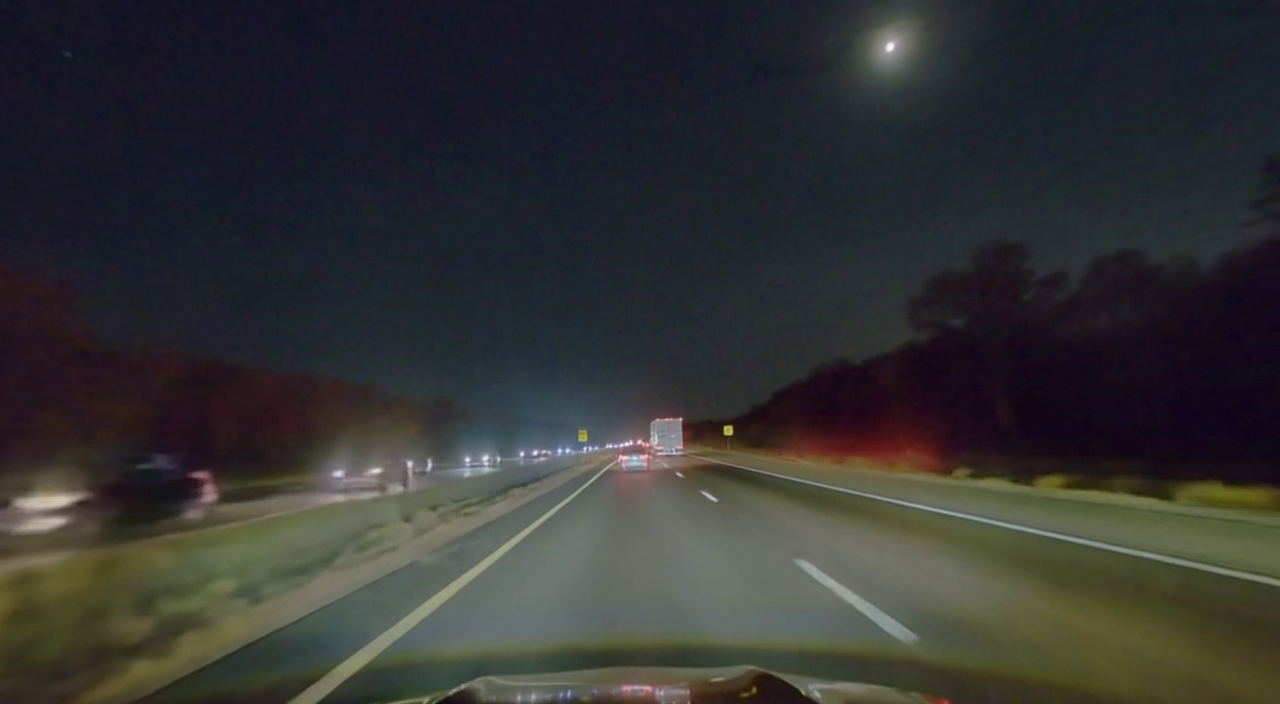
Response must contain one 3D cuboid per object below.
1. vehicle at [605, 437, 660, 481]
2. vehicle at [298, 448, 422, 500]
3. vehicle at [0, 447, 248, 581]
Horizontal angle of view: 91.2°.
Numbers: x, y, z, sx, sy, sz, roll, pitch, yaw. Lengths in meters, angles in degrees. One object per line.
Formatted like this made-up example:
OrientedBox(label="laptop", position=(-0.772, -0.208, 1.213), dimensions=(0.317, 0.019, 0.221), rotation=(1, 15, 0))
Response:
OrientedBox(label="vehicle", position=(-0.299, 4.114, 24.257), dimensions=(1.971, 1.518, 4.108), rotation=(0, -9, -1))
OrientedBox(label="vehicle", position=(-9.005, 3.923, 20.639), dimensions=(2.005, 1.493, 4.505), rotation=(-1, -9, 0))
OrientedBox(label="vehicle", position=(-8.003, 2.163, 9.208), dimensions=(1.908, 1.499, 4.040), rotation=(0, -9, -1))
